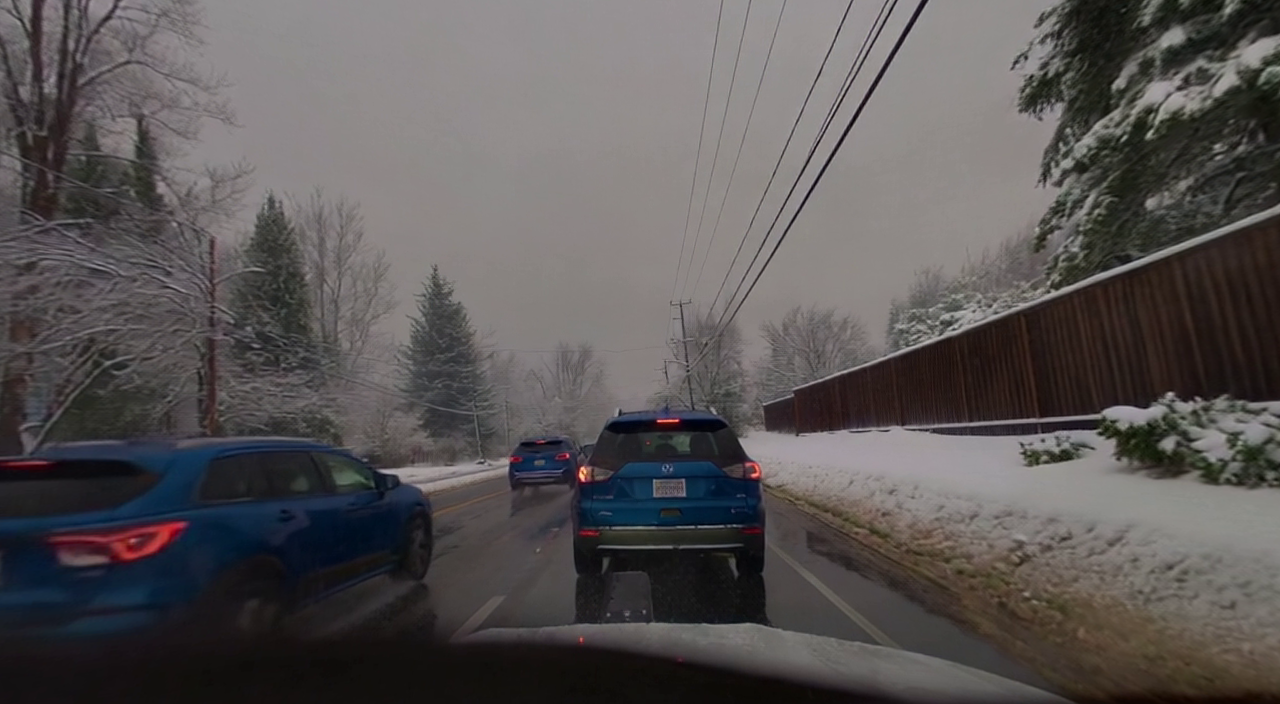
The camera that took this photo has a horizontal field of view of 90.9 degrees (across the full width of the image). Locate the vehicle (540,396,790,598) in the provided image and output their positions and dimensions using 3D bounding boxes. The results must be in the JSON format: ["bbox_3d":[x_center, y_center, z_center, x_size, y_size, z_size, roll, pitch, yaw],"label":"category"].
[{"bbox_3d":[0.214,1.575,7.633,2.174,1.749,4.113,0,-9,0],"label":"vehicle"}]

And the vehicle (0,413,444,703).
[{"bbox_3d":[-3.114,1.303,4.614,1.979,1.489,4.006,0,-9,1],"label":"vehicle"}]
